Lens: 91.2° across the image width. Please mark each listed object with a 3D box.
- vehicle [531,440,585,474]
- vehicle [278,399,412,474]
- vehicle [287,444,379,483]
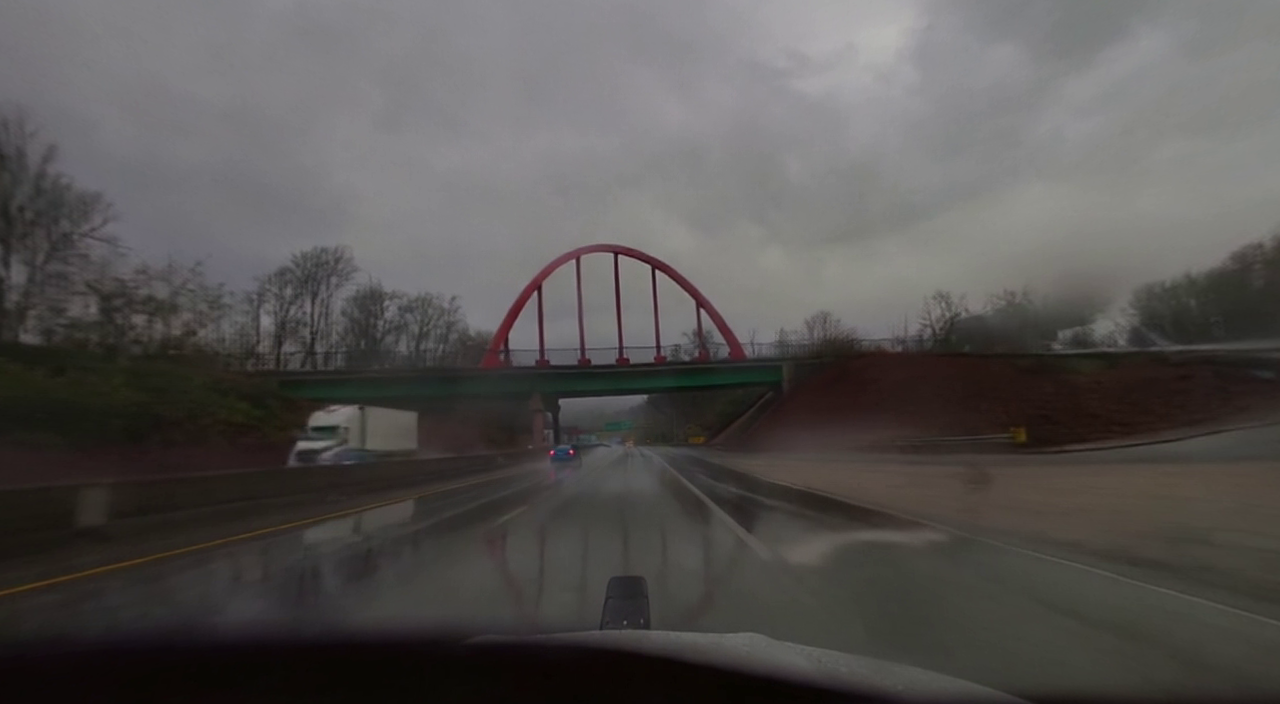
[{"bbox_3d":[-3.951,5.162,31.136,2.052,1.556,4.405,0,-8,0],"label":"vehicle"},{"bbox_3d":[-16.728,5.023,36.747,2.995,3.794,9.786,0,-9,0],"label":"vehicle"},{"bbox_3d":[-13.303,4.816,27.483,1.872,1.535,4.138,0,-9,1],"label":"vehicle"}]
